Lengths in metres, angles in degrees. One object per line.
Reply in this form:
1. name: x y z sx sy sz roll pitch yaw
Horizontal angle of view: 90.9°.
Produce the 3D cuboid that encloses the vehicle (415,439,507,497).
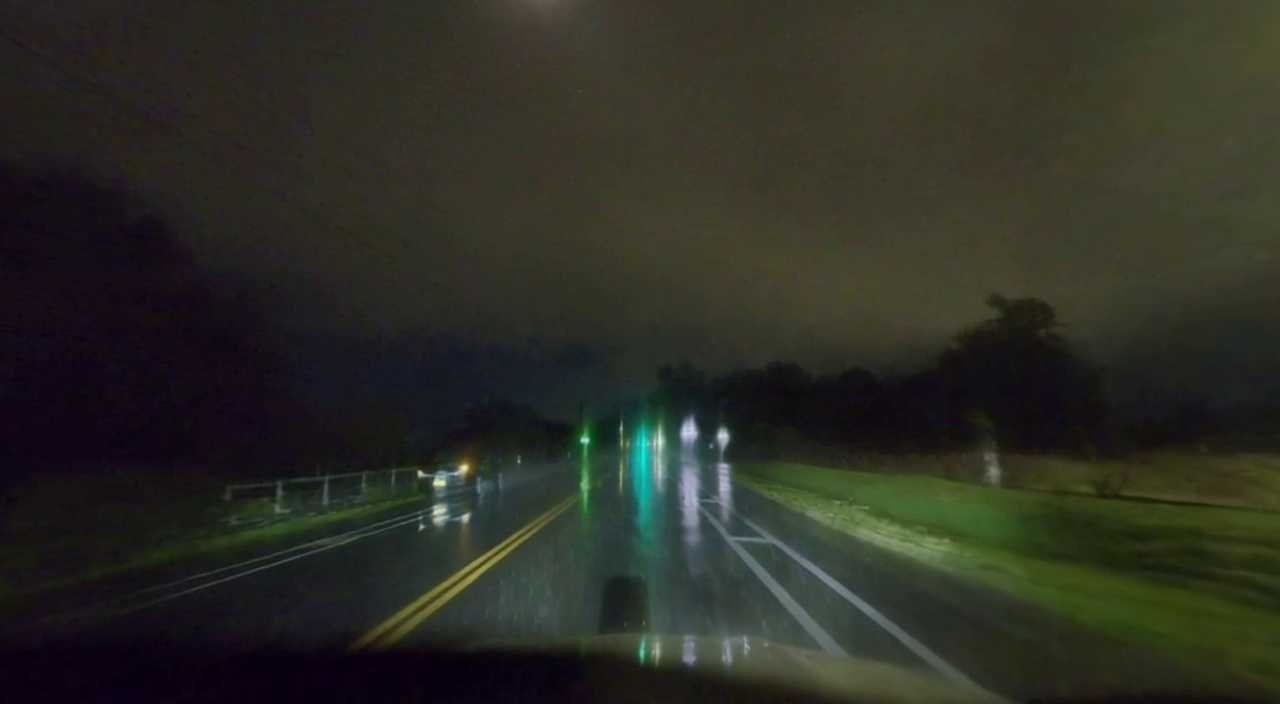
1. vehicle: -6.294 4.174 22.772 1.992 1.797 4.372 -2 -10 1
